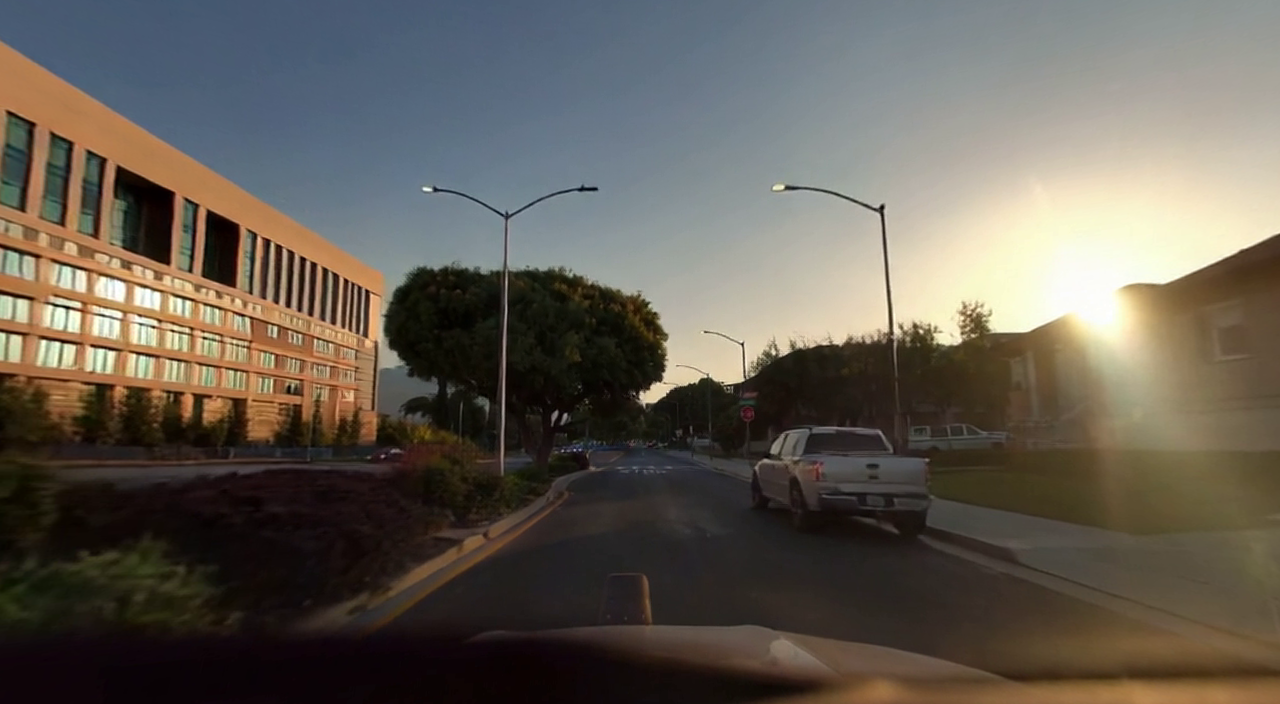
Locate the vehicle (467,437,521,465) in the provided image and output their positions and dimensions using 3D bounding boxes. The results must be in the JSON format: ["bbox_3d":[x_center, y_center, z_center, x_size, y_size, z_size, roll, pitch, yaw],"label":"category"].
[{"bbox_3d":[-8.647,5.904,37.648,2.024,1.532,3.863,-1,-9,4],"label":"vehicle"}]

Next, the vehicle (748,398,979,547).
[{"bbox_3d":[3.165,1.833,10.119,2.067,1.846,4.384,0,-9,0],"label":"vehicle"}]
